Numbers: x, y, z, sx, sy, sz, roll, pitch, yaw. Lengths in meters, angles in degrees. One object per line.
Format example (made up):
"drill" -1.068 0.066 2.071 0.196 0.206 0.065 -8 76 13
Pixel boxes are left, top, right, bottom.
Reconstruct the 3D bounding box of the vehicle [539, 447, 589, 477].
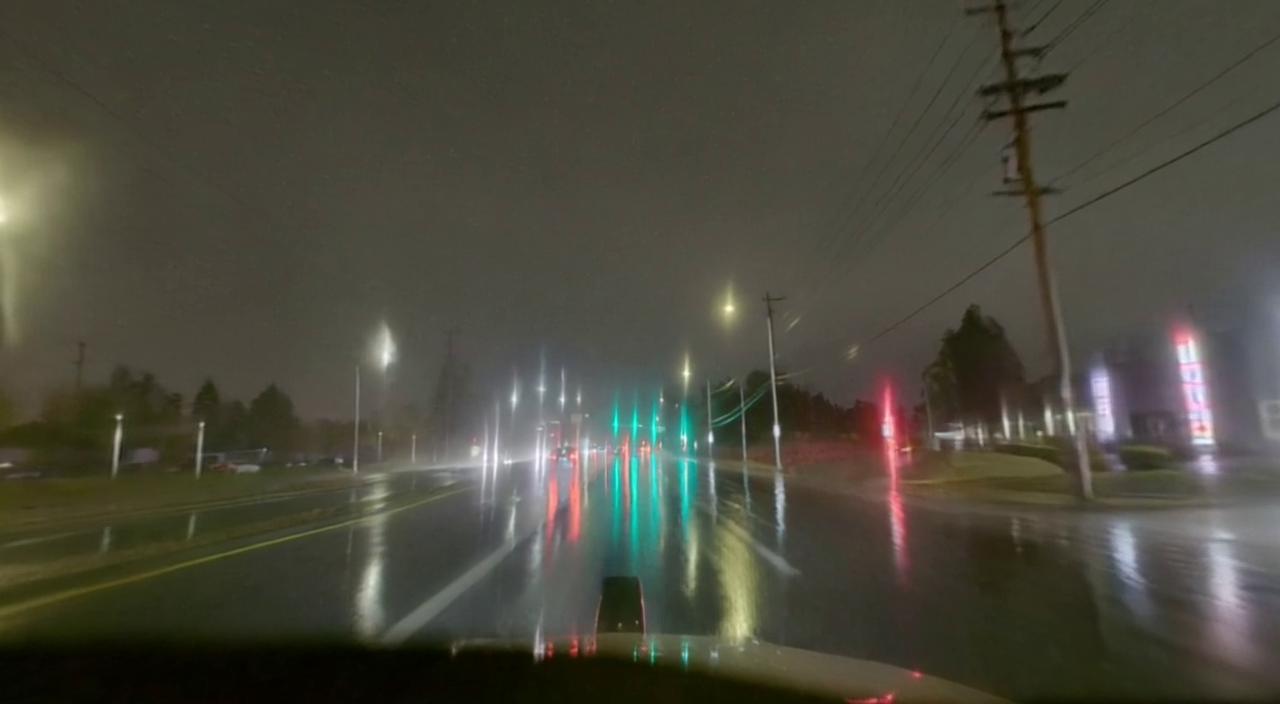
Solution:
"vehicle" -3.853 5.668 32.630 2.076 1.444 4.328 0 -9 -1
